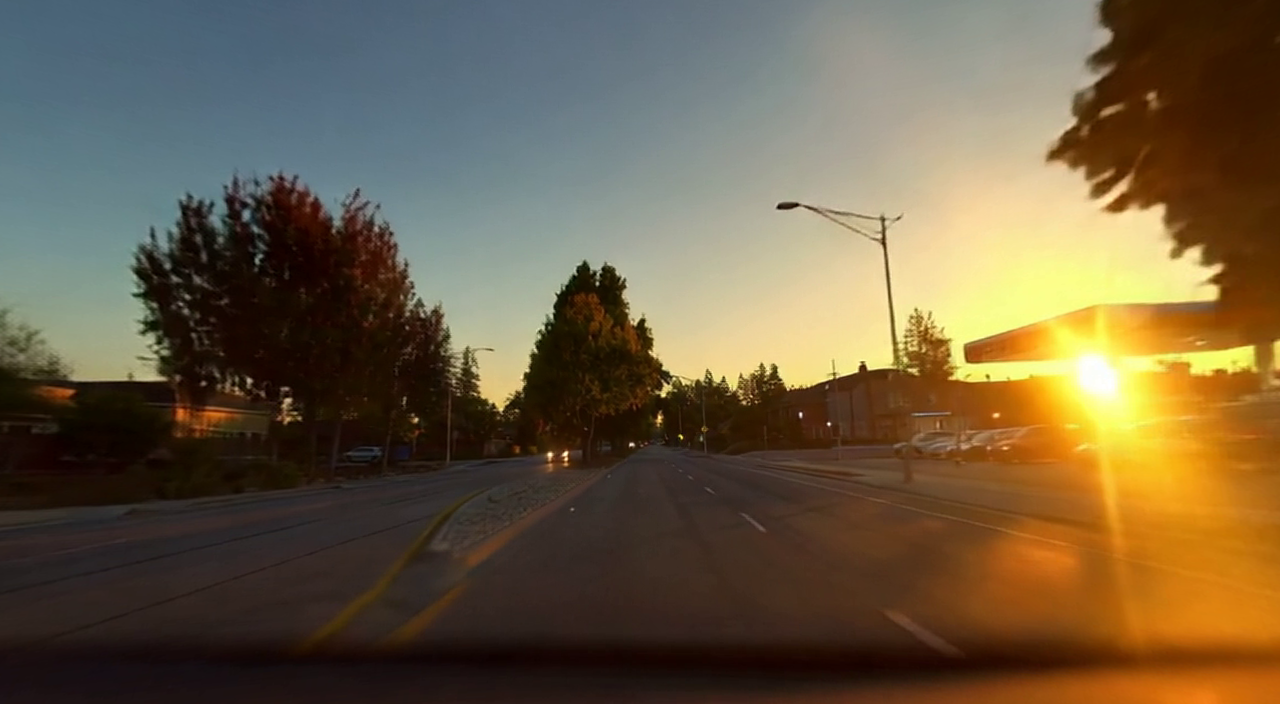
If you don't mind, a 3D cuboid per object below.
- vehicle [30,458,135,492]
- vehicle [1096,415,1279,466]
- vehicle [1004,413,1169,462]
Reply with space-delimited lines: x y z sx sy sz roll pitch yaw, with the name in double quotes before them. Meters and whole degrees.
"vehicle" -26.845 5.908 30.585 1.768 1.465 3.569 0 -8 1
"vehicle" 16.854 2.714 19.308 4.352 1.466 1.943 0 -8 -3
"vehicle" 16.731 3.223 23.864 4.594 1.751 2.071 0 -8 -1
